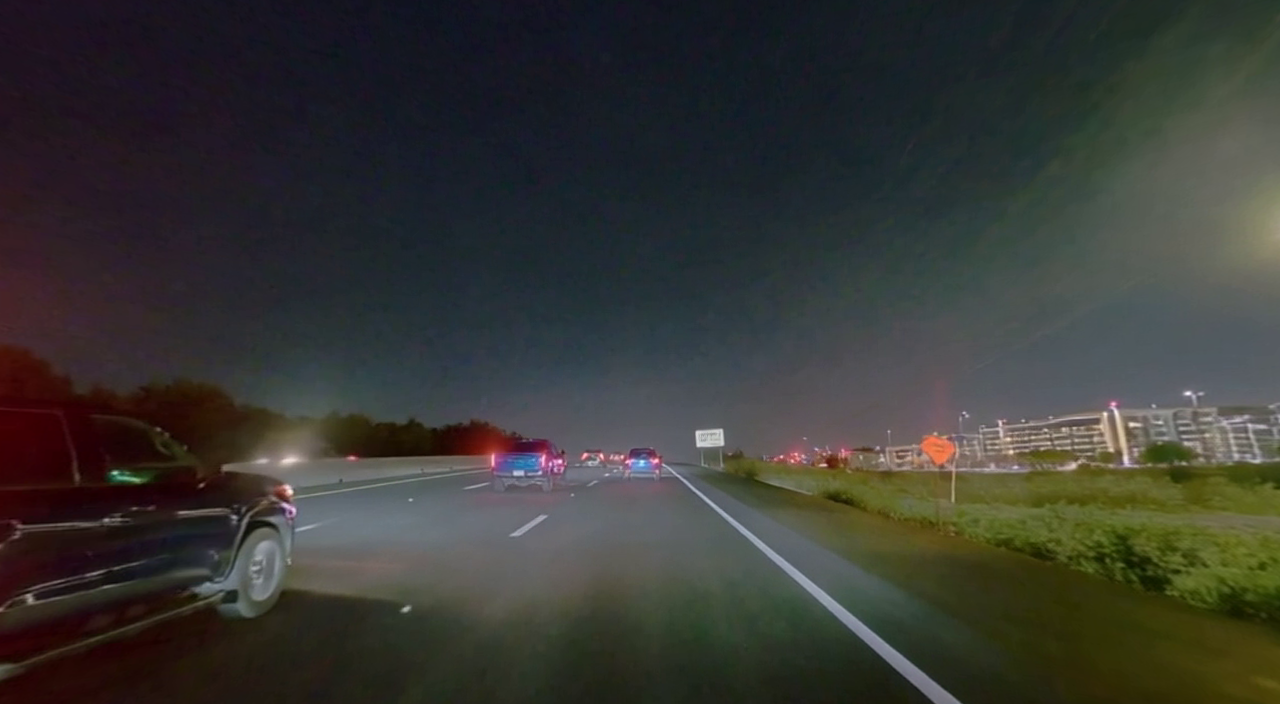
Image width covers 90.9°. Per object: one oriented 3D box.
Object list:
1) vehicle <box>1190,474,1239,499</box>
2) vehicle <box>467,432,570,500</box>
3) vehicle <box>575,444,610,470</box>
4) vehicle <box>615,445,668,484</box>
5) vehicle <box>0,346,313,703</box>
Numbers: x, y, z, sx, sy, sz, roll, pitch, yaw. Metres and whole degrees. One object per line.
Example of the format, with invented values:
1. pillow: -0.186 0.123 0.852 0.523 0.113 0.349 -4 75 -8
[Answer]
1. vehicle: 39.780 9.249 43.642 4.203 1.418 1.942 8 -12 -42
2. vehicle: -3.547 3.426 19.346 2.133 1.789 4.518 -1 -8 2
3. vehicle: -3.337 7.430 44.725 1.993 1.717 4.321 -1 -8 2
4. vehicle: 0.058 4.668 26.526 2.047 1.473 3.978 0 -8 0
5. vehicle: -4.236 0.938 3.281 2.198 1.848 5.346 0 -8 0
